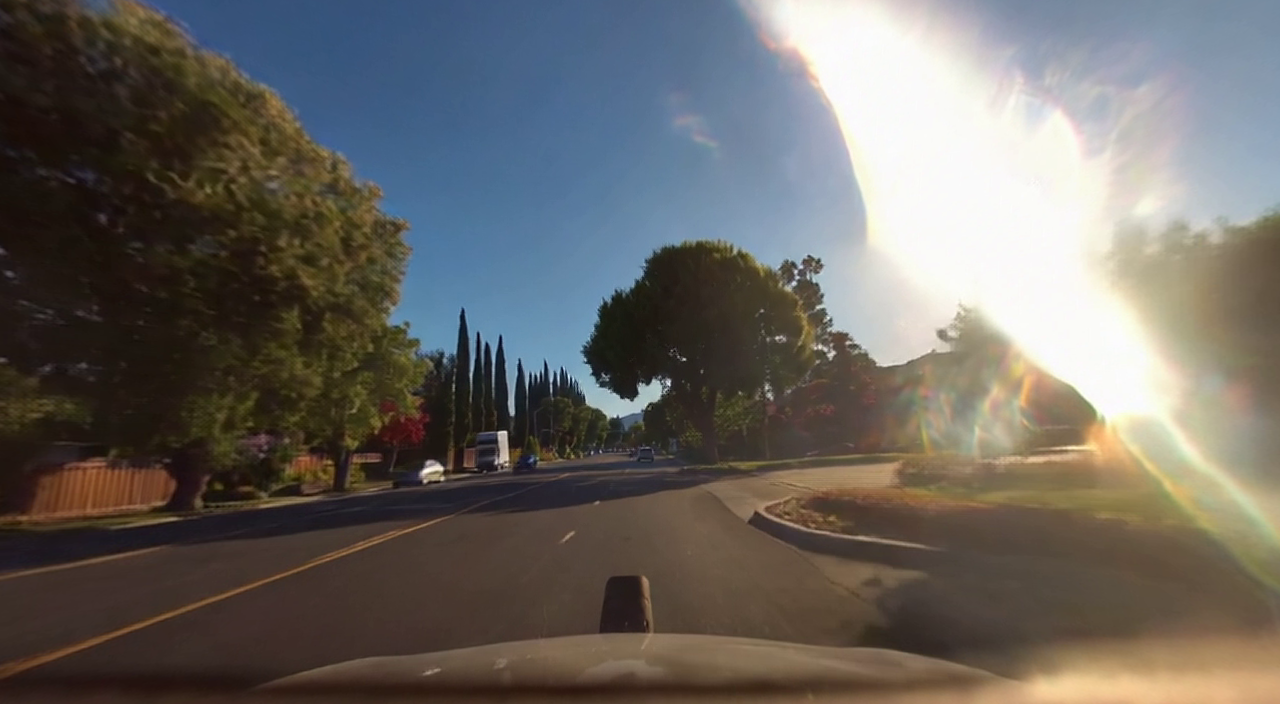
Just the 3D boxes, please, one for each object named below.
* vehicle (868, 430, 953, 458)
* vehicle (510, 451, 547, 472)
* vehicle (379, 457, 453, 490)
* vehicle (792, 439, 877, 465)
[{"bbox_3d":[18.851,6.454,44.055,4.821,1.832,2.196,0,-9,-3],"label":"vehicle"},{"bbox_3d":[-8.489,8.414,48.485,1.961,1.518,4.846,0,-9,0],"label":"vehicle"},{"bbox_3d":[-11.185,6.097,31.908,2.026,1.519,4.534,-1,-9,1],"label":"vehicle"},{"bbox_3d":[13.481,6.937,43.889,5.177,1.468,2.090,-4,-7,2],"label":"vehicle"}]
